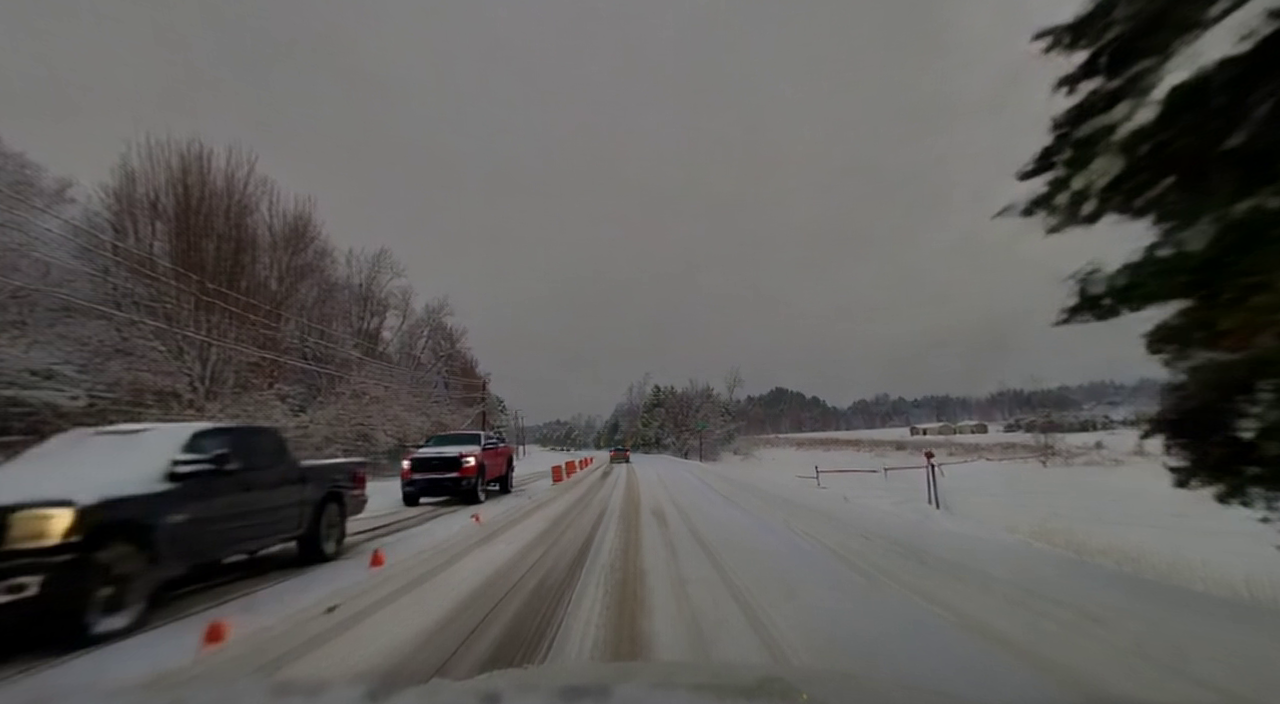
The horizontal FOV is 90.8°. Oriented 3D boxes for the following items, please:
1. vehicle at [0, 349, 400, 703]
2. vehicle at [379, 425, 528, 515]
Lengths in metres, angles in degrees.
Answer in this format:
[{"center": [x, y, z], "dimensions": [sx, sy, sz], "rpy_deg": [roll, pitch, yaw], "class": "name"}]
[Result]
[{"center": [-4.554, 1.269, 5.283], "dimensions": [2.519, 1.936, 6.288], "rpy_deg": [0, -9, 1], "class": "vehicle"}, {"center": [-4.587, 2.992, 16.643], "dimensions": [2.128, 1.944, 5.555], "rpy_deg": [0, -9, 1], "class": "vehicle"}]
